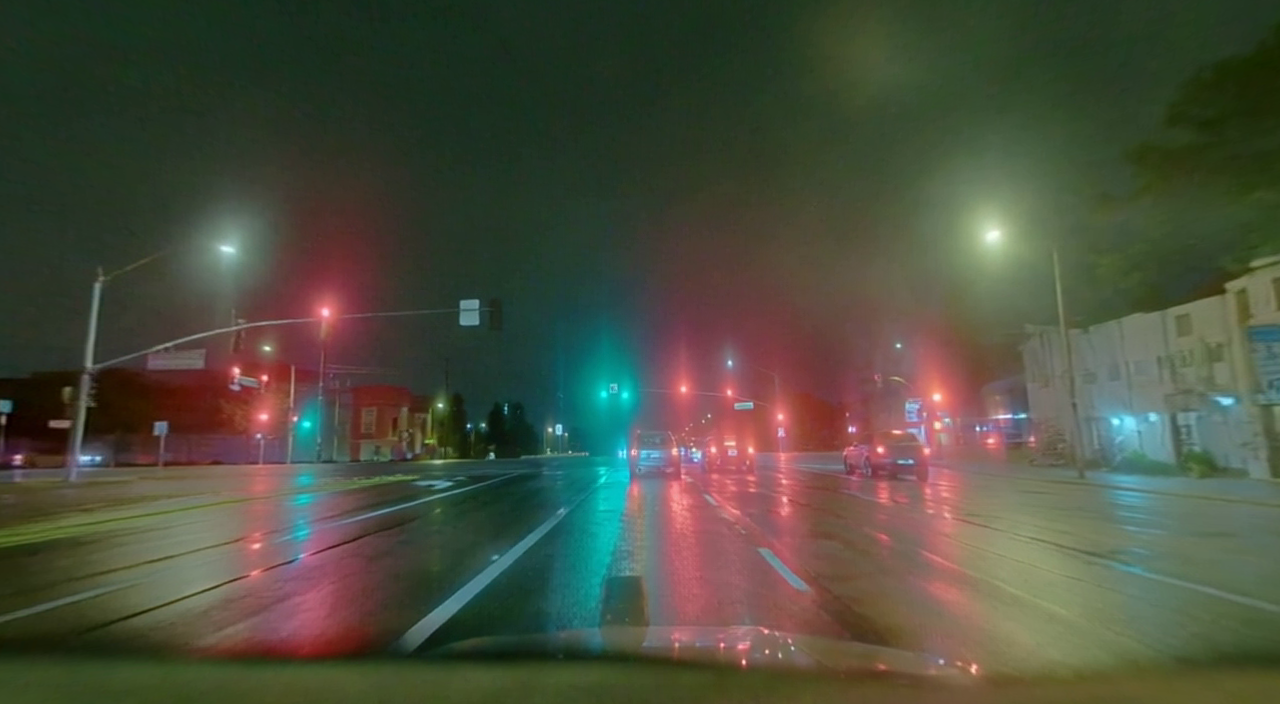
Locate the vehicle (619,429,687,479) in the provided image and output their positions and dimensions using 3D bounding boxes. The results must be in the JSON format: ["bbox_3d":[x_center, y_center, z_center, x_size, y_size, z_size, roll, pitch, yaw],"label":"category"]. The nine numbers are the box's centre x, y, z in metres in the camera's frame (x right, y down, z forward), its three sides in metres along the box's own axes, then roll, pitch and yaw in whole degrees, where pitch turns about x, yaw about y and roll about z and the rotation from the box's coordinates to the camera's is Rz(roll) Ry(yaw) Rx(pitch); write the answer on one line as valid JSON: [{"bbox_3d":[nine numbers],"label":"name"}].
[{"bbox_3d":[0.405,3.510,21.851,2.099,1.516,4.681,0,-8,0],"label":"vehicle"}]

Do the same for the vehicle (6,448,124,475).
[{"bbox_3d":[-32.478,6.183,35.733,4.448,1.422,1.890,2,-9,-13],"label":"vehicle"}]

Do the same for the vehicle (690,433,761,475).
[{"bbox_3d":[3.157,3.870,24.045,1.994,1.436,4.169,0,-8,-2],"label":"vehicle"}]

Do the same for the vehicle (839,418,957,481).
[{"bbox_3d":[8.644,3.330,21.719,2.132,1.892,4.851,-1,-8,2],"label":"vehicle"}]
